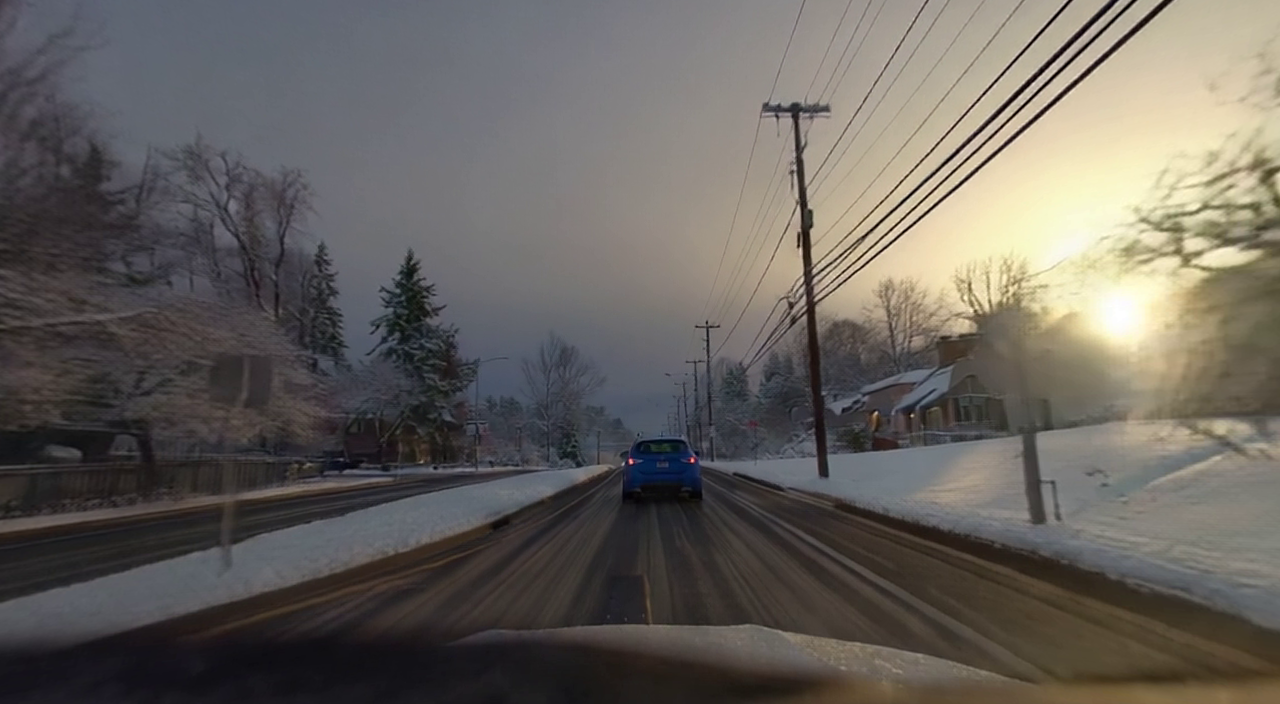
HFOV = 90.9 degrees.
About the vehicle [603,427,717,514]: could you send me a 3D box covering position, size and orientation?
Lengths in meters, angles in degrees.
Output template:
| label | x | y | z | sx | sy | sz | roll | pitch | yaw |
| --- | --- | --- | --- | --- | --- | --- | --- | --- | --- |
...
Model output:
| label | x | y | z | sx | sy | sz | roll | pitch | yaw |
| --- | --- | --- | --- | --- | --- | --- | --- | --- | --- |
| vehicle | 0.396 | 2.601 | 14.283 | 2.200 | 1.653 | 4.127 | 0 | -8 | 0 |
